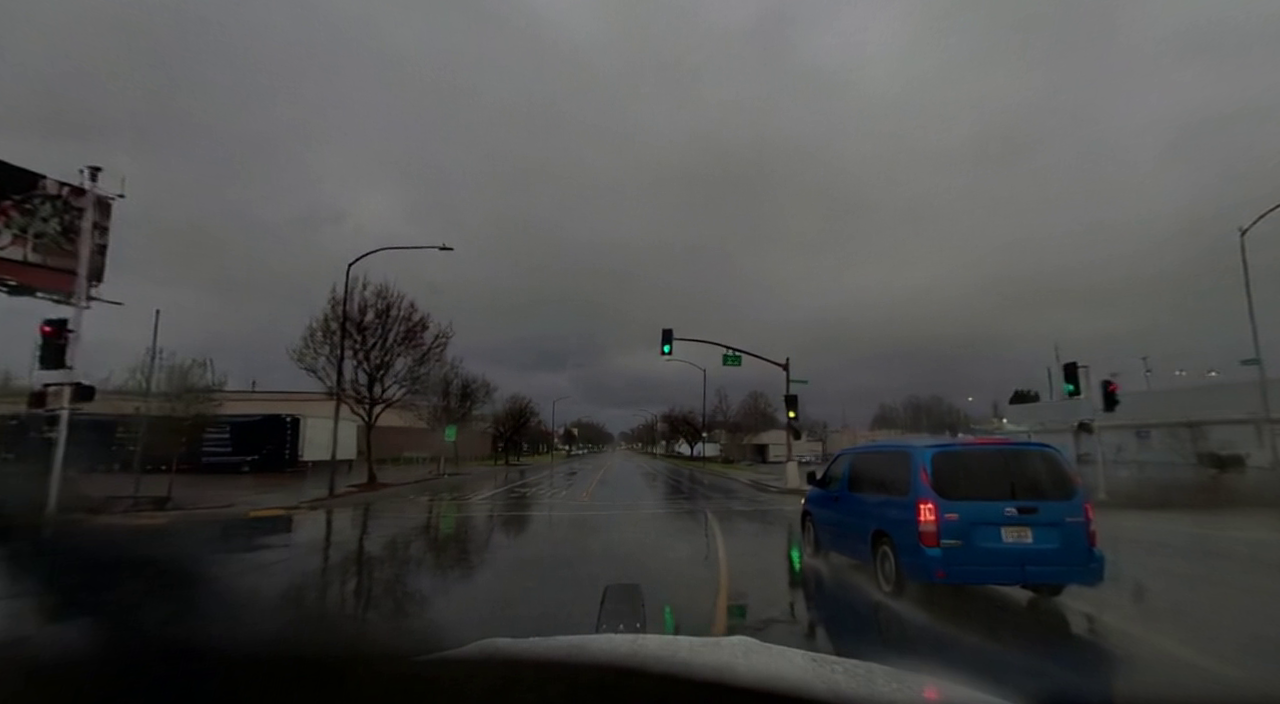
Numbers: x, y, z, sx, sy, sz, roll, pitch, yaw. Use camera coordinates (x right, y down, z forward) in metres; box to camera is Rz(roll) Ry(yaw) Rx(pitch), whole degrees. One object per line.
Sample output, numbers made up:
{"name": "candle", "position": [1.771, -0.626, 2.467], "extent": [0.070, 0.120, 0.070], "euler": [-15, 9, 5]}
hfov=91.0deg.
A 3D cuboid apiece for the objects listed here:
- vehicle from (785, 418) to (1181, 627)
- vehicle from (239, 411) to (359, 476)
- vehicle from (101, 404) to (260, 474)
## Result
{"name": "vehicle", "position": [3.616, 1.889, 8.068], "extent": [2.202, 1.822, 4.826], "euler": [1, -9, -2]}
{"name": "vehicle", "position": [-21.043, 5.678, 39.616], "extent": [3.337, 3.644, 7.945], "euler": [1, -7, -3]}
{"name": "vehicle", "position": [-27.856, 5.431, 38.990], "extent": [2.943, 3.741, 9.094], "euler": [1, -9, -1]}
